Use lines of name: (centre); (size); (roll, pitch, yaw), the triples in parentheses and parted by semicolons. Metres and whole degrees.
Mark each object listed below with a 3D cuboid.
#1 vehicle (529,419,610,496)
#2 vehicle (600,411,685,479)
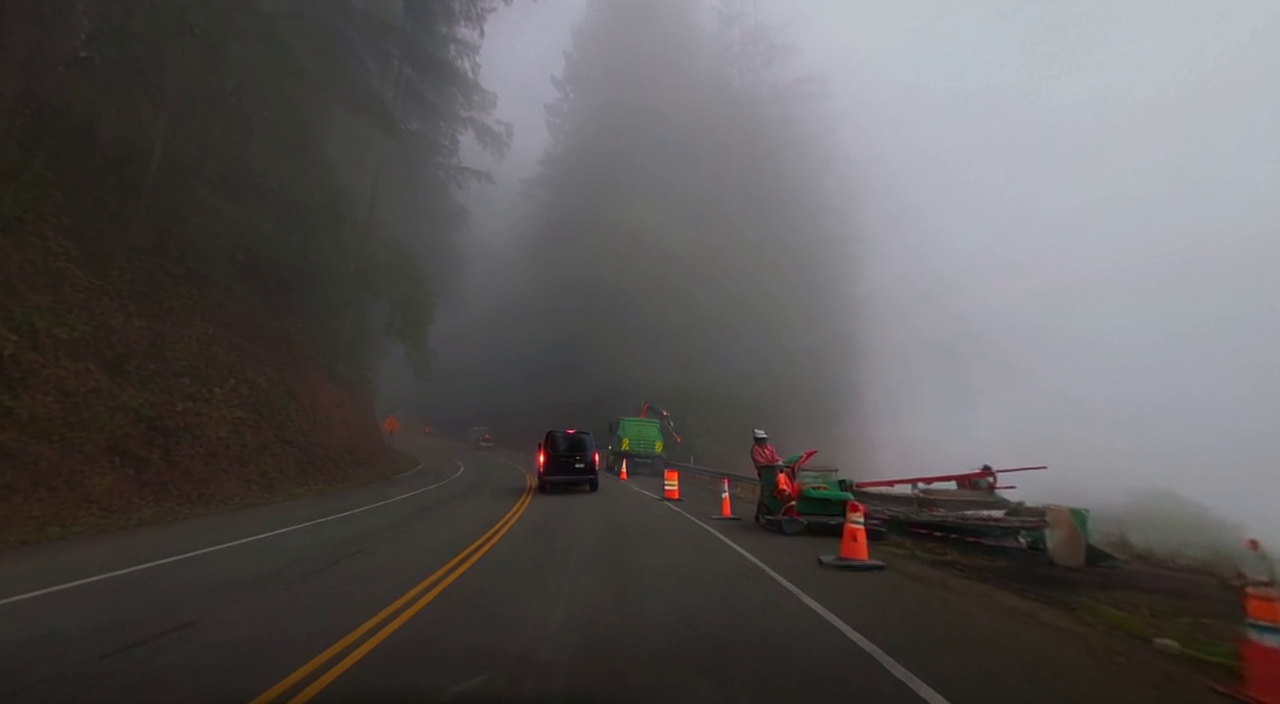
vehicle: (-2.481, 3.468, 21.026); (2.362, 2.223, 4.892); (2, -9, -10)
vehicle: (-0.118, 5.147, 35.576); (3.126, 3.310, 8.534); (1, -8, -11)
